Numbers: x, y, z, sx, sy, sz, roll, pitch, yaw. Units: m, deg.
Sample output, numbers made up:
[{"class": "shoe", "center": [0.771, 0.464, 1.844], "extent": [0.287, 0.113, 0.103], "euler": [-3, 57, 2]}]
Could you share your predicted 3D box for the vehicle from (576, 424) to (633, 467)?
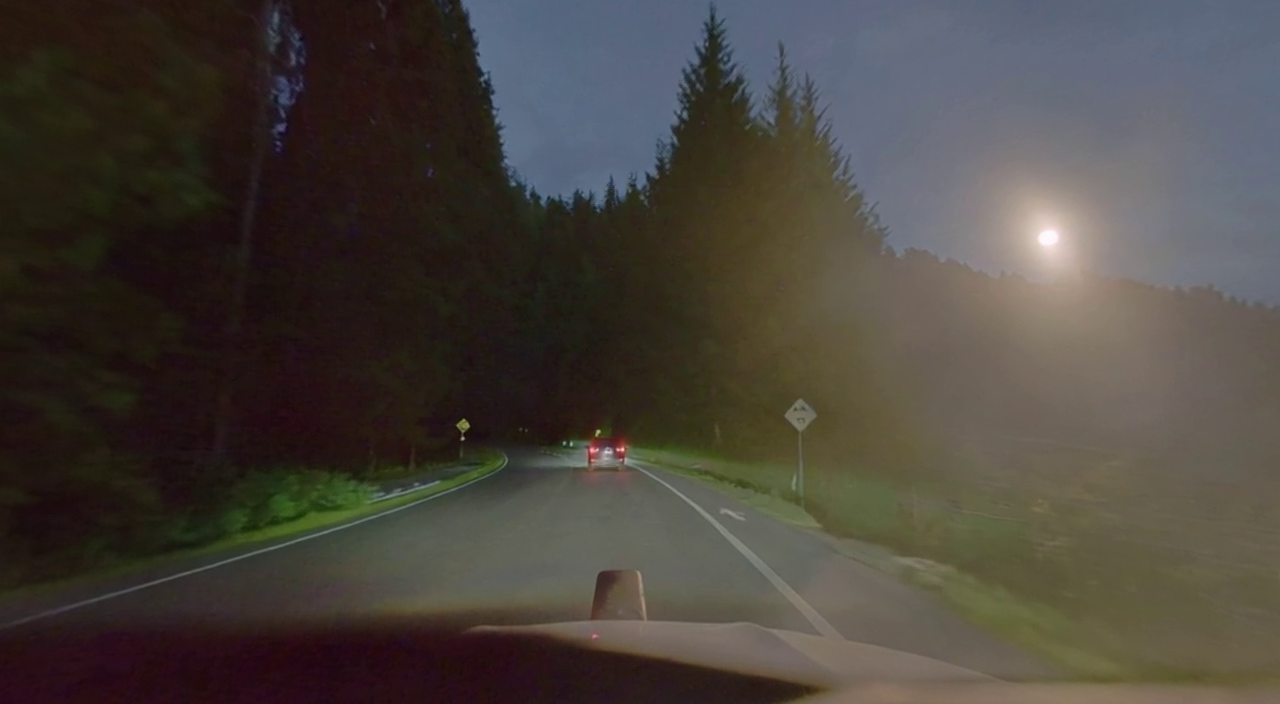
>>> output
[{"class": "vehicle", "center": [-1.894, 4.708, 31.693], "extent": [2.469, 1.953, 5.605], "euler": [1, -9, -7]}]
